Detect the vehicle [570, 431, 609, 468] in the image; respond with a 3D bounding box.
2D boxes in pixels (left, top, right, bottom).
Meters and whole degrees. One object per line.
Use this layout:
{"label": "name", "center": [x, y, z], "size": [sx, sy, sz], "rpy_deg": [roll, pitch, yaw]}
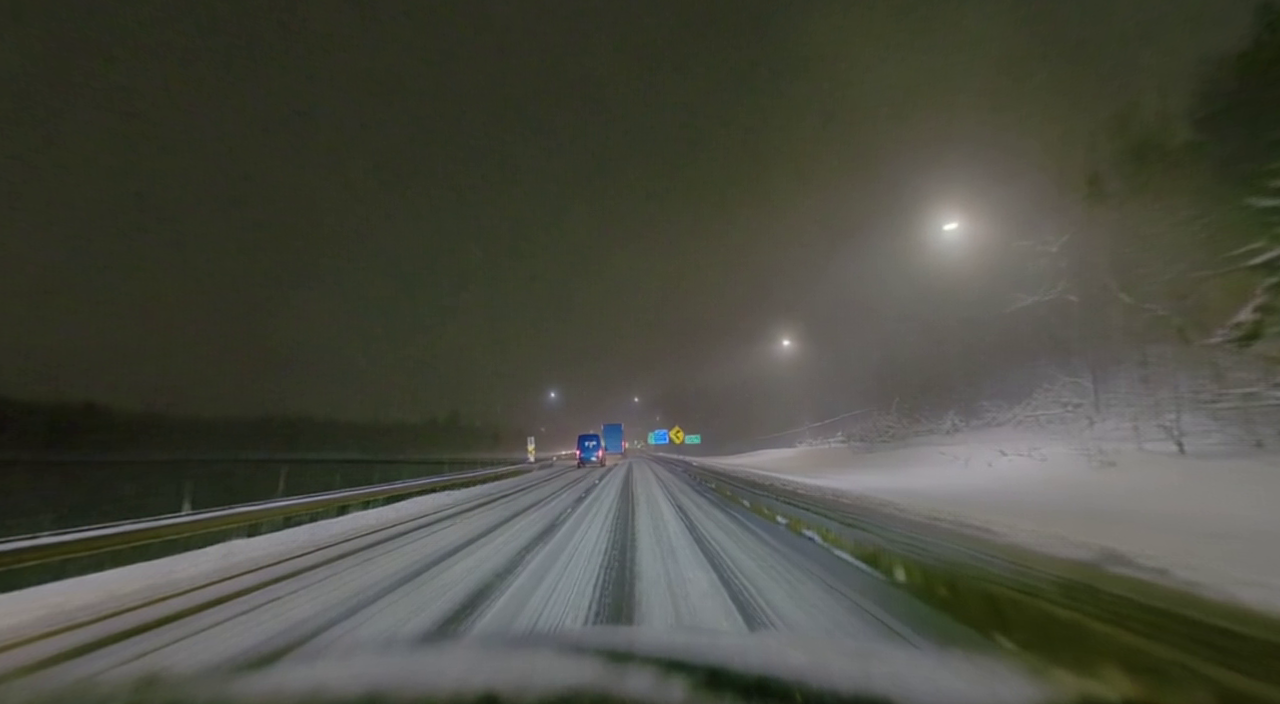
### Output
{"label": "vehicle", "center": [-3.773, 7.495, 48.300], "size": [2.463, 2.640, 7.034], "rpy_deg": [0, -9, 0]}
